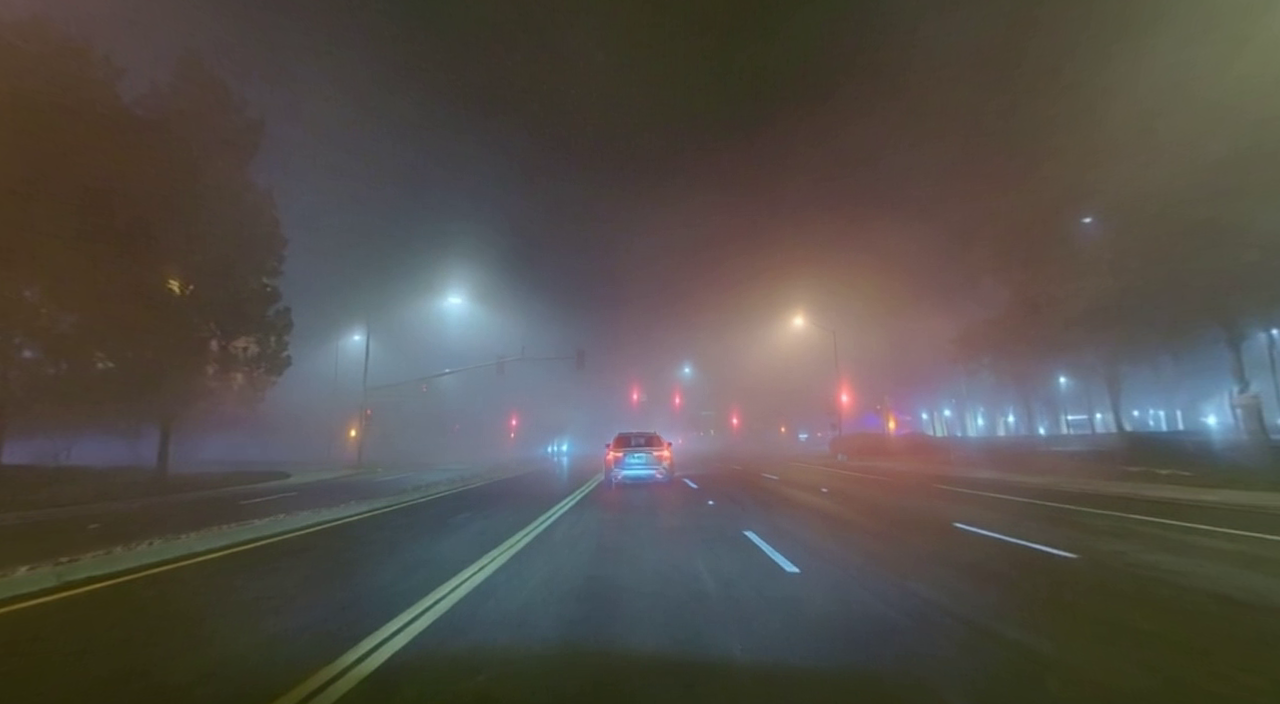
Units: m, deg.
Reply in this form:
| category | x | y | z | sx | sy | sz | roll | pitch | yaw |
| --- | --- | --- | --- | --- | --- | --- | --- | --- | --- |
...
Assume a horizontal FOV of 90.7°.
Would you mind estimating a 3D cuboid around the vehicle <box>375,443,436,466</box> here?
| category | x | y | z | sx | sy | sz | roll | pitch | yaw |
| --- | --- | --- | --- | --- | --- | --- | --- | --- | --- |
| vehicle | -17.853 | 7.766 | 48.083 | 4.582 | 1.627 | 2.209 | -7 | -11 | 37 |

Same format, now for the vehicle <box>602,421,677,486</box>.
| category | x | y | z | sx | sy | sz | roll | pitch | yaw |
| --- | --- | --- | --- | --- | --- | --- | --- | --- | --- |
| vehicle | -0.037 | 3.439 | 21.548 | 2.267 | 1.926 | 4.708 | 0 | -9 | -1 |
